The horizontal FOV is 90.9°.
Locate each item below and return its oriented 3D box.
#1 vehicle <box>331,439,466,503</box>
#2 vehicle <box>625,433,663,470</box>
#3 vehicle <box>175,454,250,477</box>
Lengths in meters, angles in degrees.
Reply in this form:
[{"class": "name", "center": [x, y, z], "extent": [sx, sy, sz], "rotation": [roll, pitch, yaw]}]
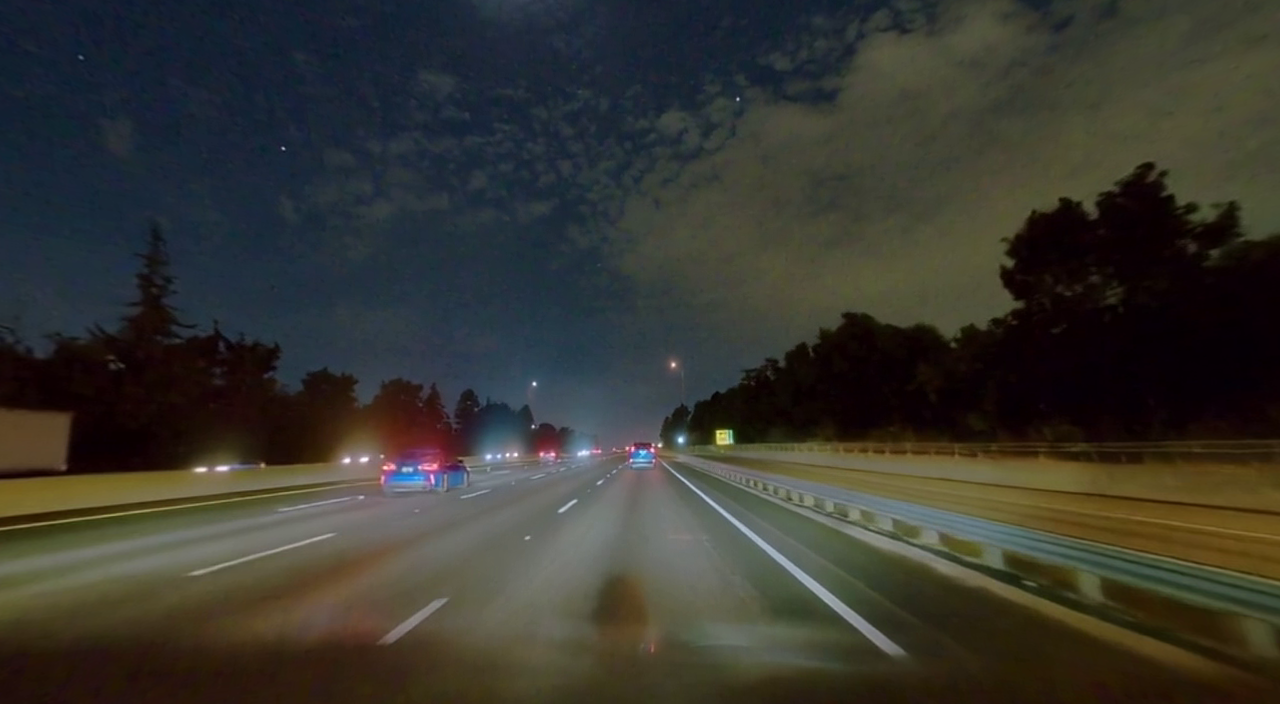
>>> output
[{"class": "vehicle", "center": [-6.694, 3.326, 18.109], "extent": [2.116, 1.570, 4.377], "rotation": [0, -8, 0]}, {"class": "vehicle", "center": [0.238, 6.313, 40.168], "extent": [2.318, 2.145, 4.561], "rotation": [0, -8, 0]}, {"class": "vehicle", "center": [-30.145, 8.003, 44.650], "extent": [2.019, 1.499, 4.688], "rotation": [0, -8, 1]}]
